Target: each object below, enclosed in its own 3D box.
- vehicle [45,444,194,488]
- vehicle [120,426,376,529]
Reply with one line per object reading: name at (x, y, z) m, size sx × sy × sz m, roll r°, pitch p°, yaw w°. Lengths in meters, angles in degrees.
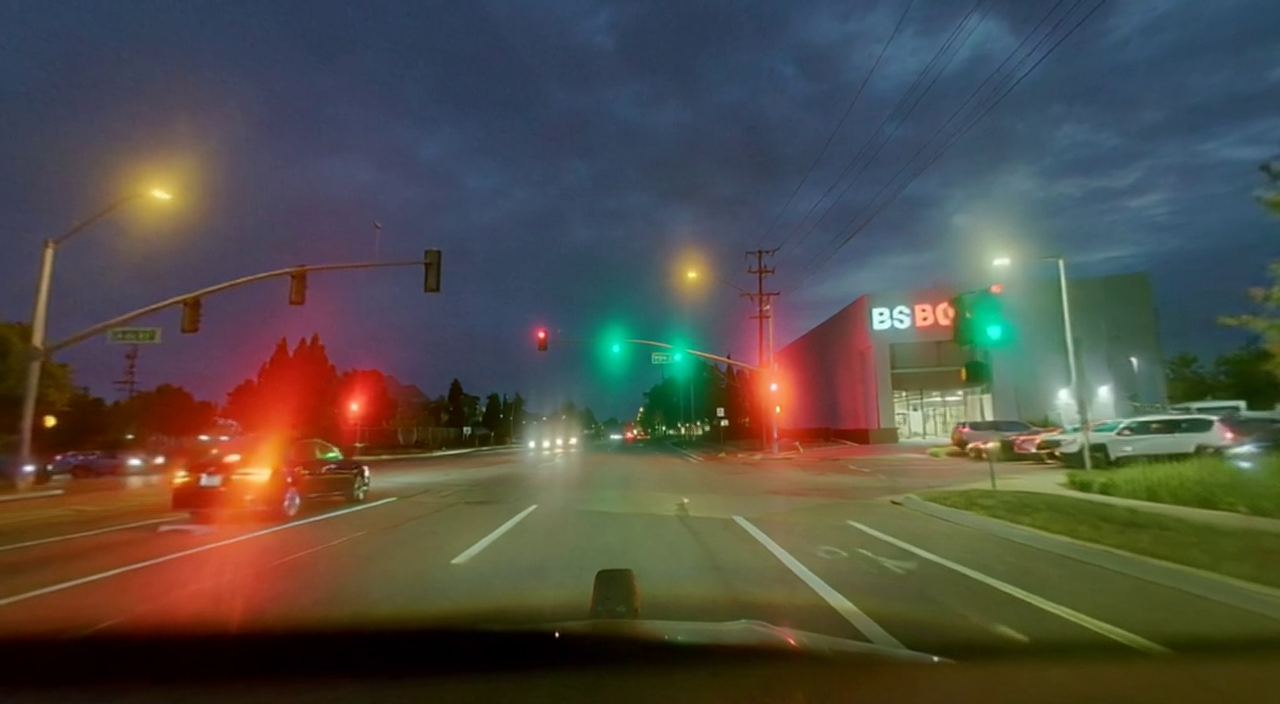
vehicle at (-22.231, 4.843, 27.086) m, size 4.722 × 1.741 × 2.142 m, roll -1°, pitch -8°, yaw 8°
vehicle at (-6.473, 2.097, 11.155) m, size 1.928 × 1.451 × 4.219 m, roll 0°, pitch -8°, yaw -3°
